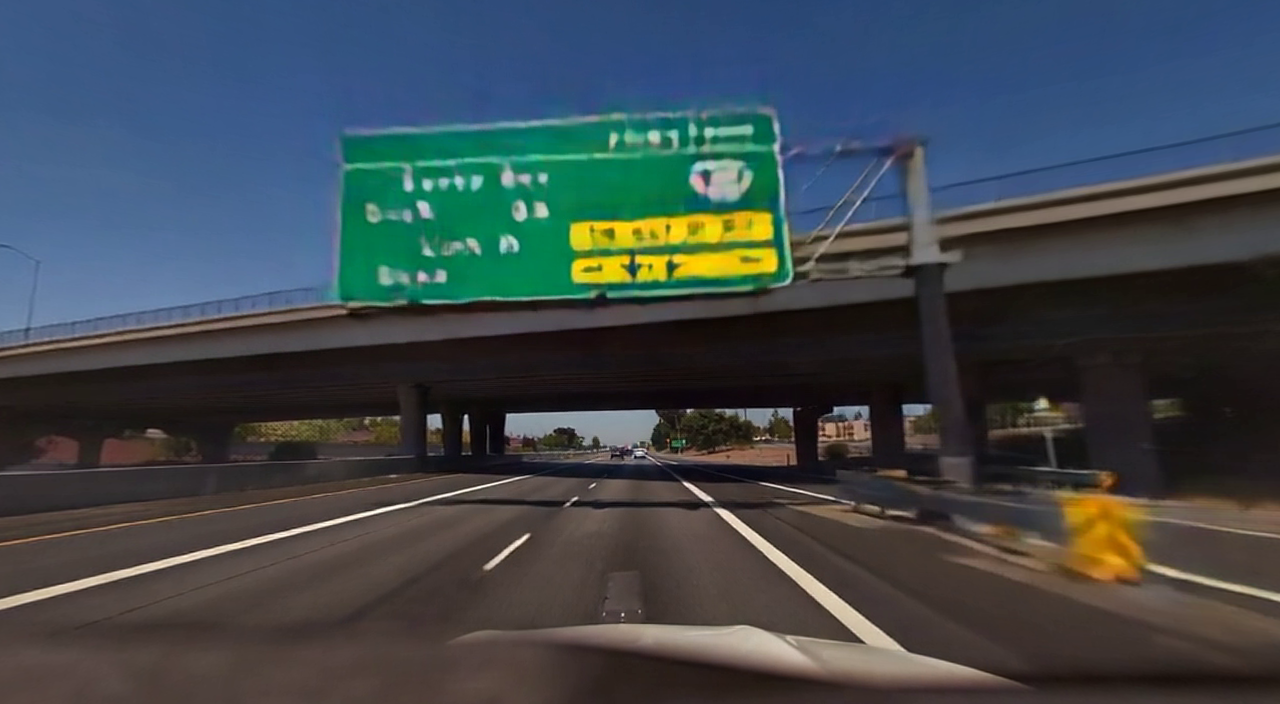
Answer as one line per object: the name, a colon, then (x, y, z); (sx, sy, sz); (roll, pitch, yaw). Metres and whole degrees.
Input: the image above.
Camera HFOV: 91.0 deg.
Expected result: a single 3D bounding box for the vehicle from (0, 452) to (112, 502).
vehicle: (-21.729, 4.380, 22.382); (1.941, 1.590, 4.511); (0, -9, 1)
